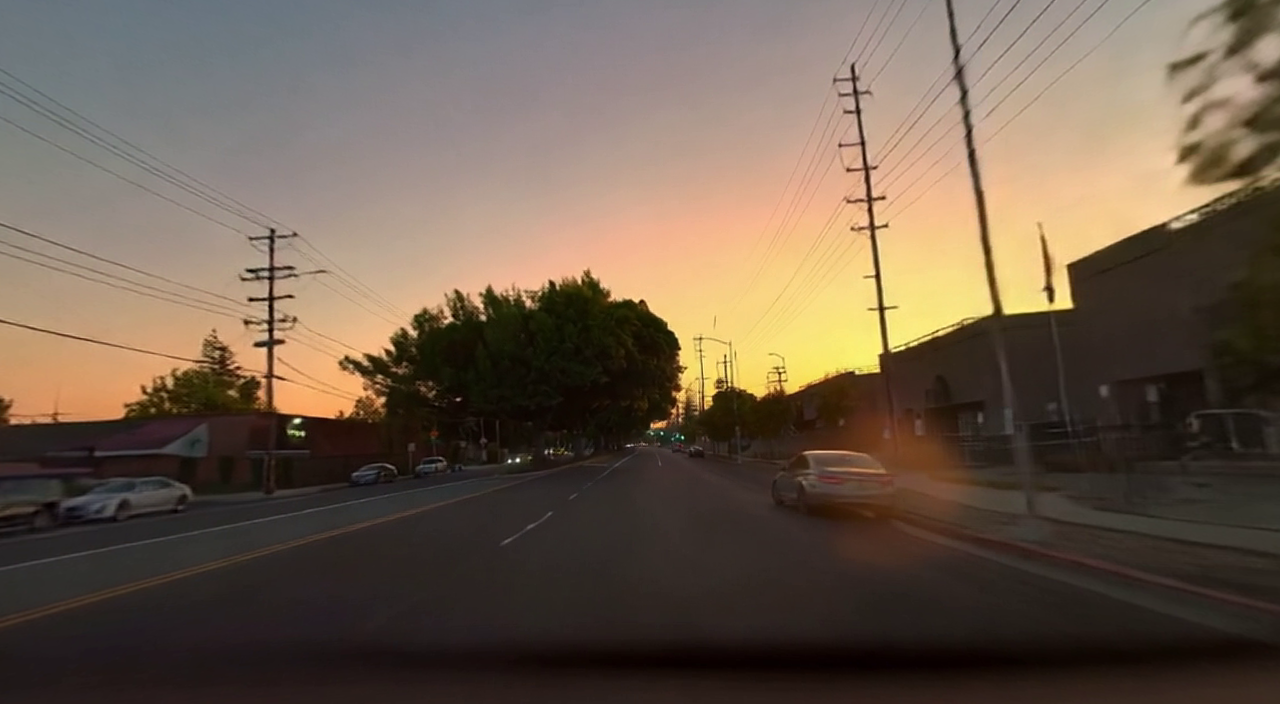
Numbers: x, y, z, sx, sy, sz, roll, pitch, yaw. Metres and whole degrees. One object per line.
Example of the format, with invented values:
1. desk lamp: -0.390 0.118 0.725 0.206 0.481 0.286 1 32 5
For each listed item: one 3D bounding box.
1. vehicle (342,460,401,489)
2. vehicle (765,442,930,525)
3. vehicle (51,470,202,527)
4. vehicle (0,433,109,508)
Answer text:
1. vehicle: -17.684 8.060 41.835 1.931 1.501 4.564 -6 -9 -1
2. vehicle: 4.163 2.688 13.586 2.002 1.459 4.357 0 -8 -1
3. vehicle: -17.771 5.038 22.217 1.852 1.551 4.276 -6 -10 -2
4. vehicle: -25.267 4.910 25.786 4.857 2.616 2.616 -4 -9 -17
